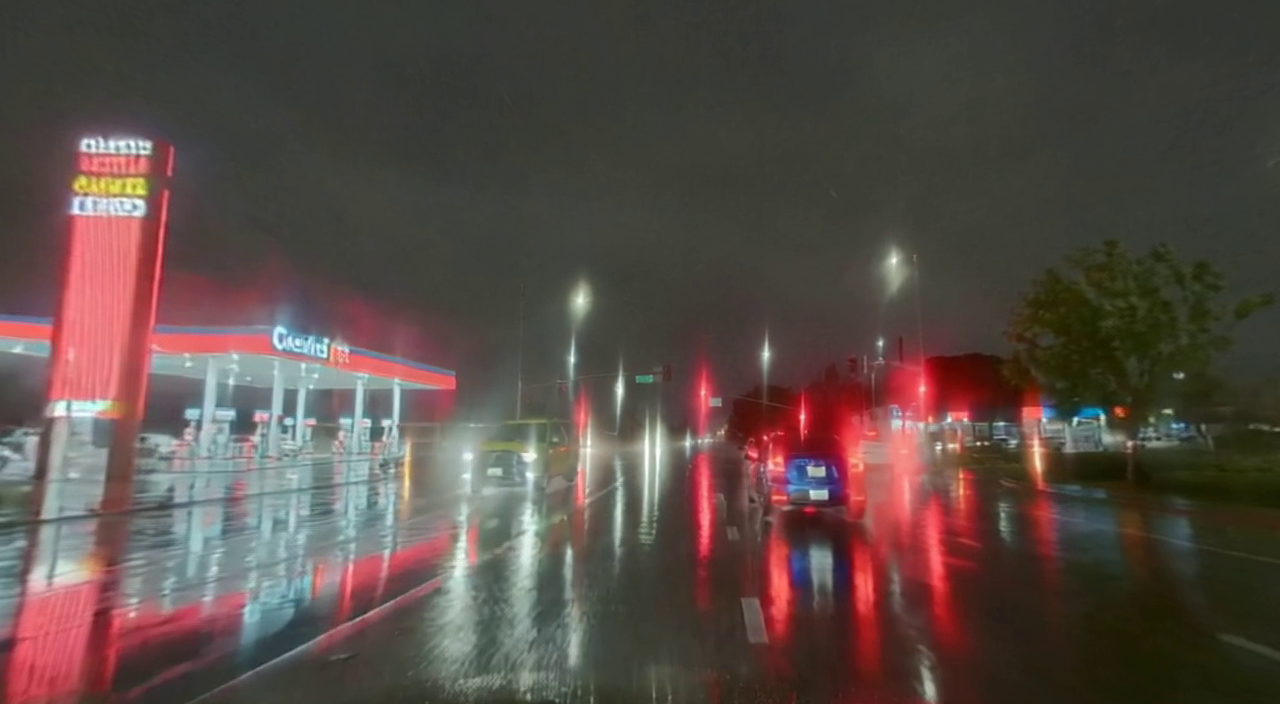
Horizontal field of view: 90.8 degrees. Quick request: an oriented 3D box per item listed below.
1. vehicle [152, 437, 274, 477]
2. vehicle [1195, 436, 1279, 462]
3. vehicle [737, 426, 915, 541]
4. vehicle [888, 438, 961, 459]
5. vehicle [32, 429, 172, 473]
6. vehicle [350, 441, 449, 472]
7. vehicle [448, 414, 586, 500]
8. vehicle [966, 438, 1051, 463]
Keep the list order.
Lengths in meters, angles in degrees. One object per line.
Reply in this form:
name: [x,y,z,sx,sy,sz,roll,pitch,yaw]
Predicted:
vehicle: [-17.894,4.377,26.485,4.610,1.515,2.112,-5,-10,26]
vehicle: [40.209,6.416,41.907,4.568,1.643,1.911,-3,-9,19]
vehicle: [2.843,2.103,10.756,1.995,1.525,4.392,-1,-9,5]
vehicle: [21.431,7.308,47.666,4.681,1.495,2.096,-6,-10,32]
vehicle: [-24.466,4.505,28.774,4.975,1.863,2.443,-3,-9,18]
vehicle: [-12.707,5.514,33.634,1.854,1.501,4.561,-8,-11,40]
vehicle: [-3.074,2.812,17.176,2.334,1.966,5.056,-1,-9,5]
vehicle: [23.342,6.266,40.205,4.510,1.483,1.774,-5,-10,28]
